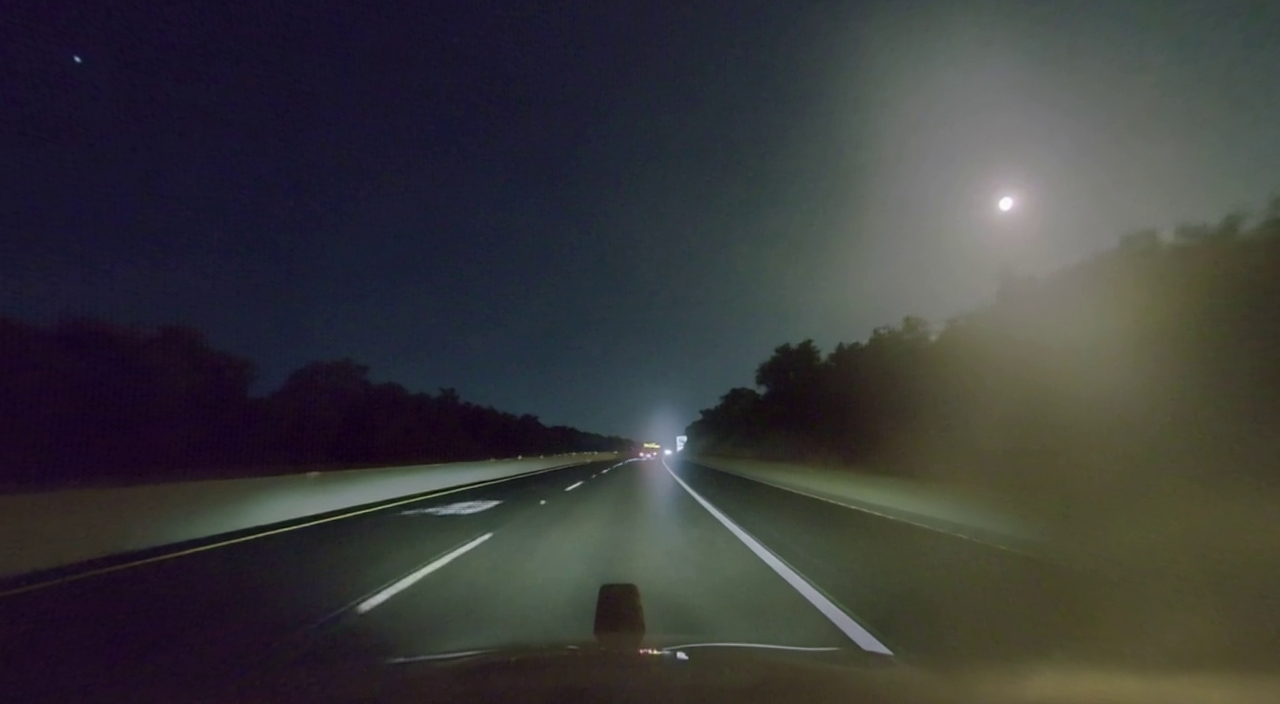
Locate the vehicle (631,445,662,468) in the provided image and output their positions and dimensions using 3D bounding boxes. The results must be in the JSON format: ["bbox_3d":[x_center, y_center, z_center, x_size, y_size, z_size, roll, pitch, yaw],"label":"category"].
[{"bbox_3d":[0.515,7.855,47.471,2.221,1.603,4.149,0,-9,1],"label":"vehicle"}]
